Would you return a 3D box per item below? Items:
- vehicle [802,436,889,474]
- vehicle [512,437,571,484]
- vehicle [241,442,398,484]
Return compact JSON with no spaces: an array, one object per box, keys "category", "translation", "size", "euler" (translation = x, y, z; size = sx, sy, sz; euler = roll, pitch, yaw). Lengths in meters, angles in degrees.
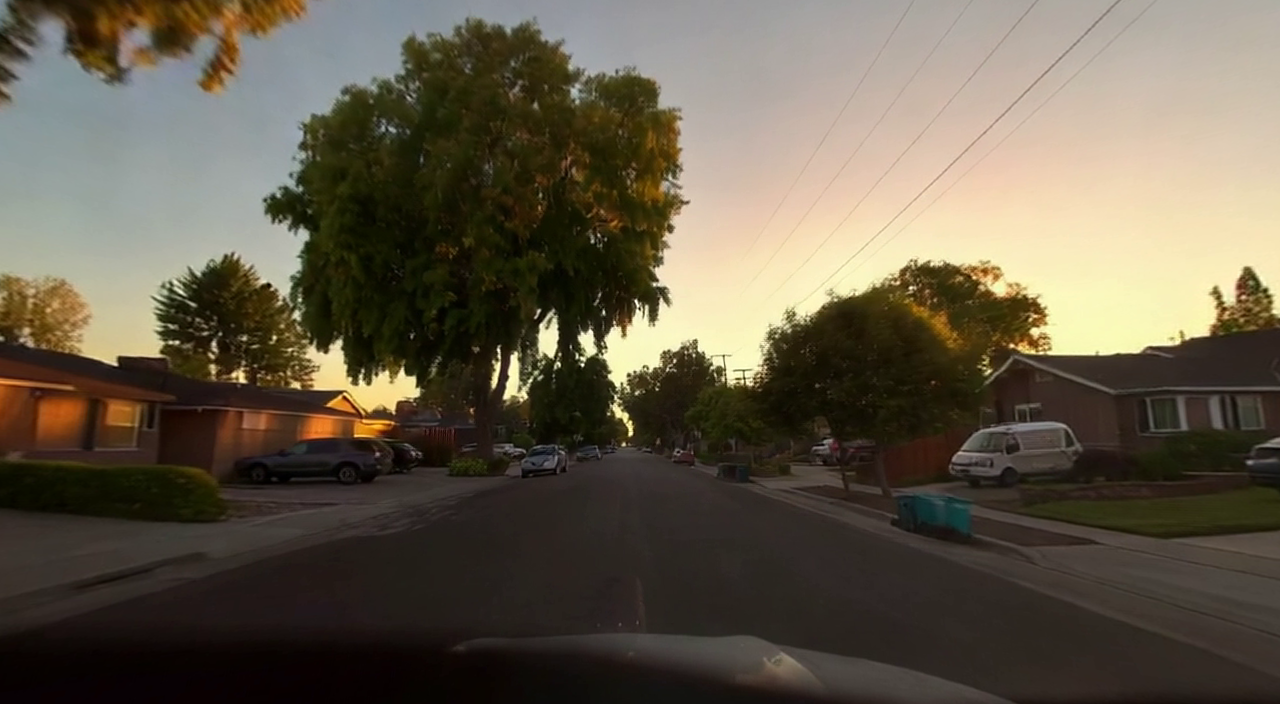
[{"category":"vehicle","translation":[10.038,5.043,30.964],"size":[3.647,1.784,1.650],"euler":[-1,-8,1]},{"category":"vehicle","translation":[-5.578,6.183,36.435],"size":[2.482,2.054,5.323],"euler":[1,-3,1]},{"category":"vehicle","translation":[-12.403,4.320,24.612],"size":[4.977,1.558,2.079],"euler":[0,-9,0]}]
